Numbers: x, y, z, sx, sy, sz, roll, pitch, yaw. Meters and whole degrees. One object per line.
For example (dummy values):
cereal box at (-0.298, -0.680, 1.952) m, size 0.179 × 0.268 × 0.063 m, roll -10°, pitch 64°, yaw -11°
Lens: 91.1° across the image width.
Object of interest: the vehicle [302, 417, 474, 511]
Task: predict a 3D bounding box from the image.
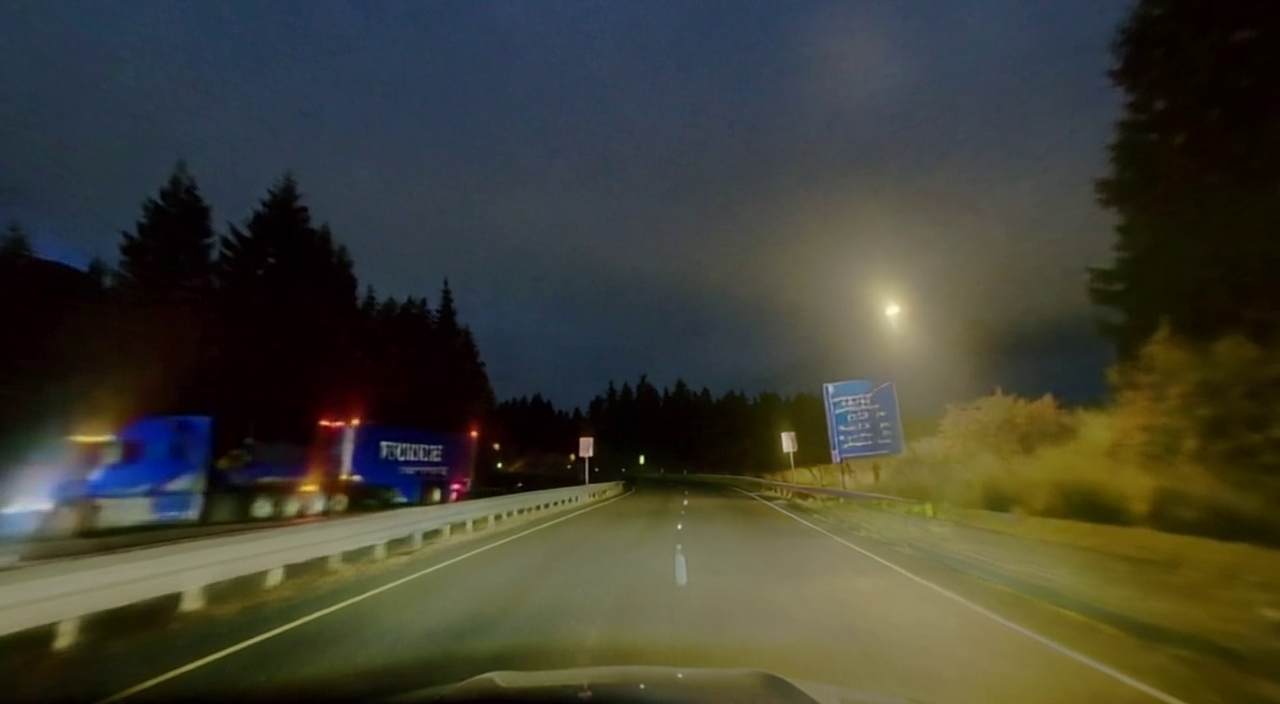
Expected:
vehicle at (-12.333, 5.682, 31.860) m, size 2.935 × 4.083 × 7.922 m, roll -4°, pitch -12°, yaw 25°

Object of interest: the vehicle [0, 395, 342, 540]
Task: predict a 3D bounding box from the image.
vehicle at (-16.917, 4.317, 23.634) m, size 2.952 × 4.284 × 9.811 m, roll -6°, pitch -13°, yaw 34°
